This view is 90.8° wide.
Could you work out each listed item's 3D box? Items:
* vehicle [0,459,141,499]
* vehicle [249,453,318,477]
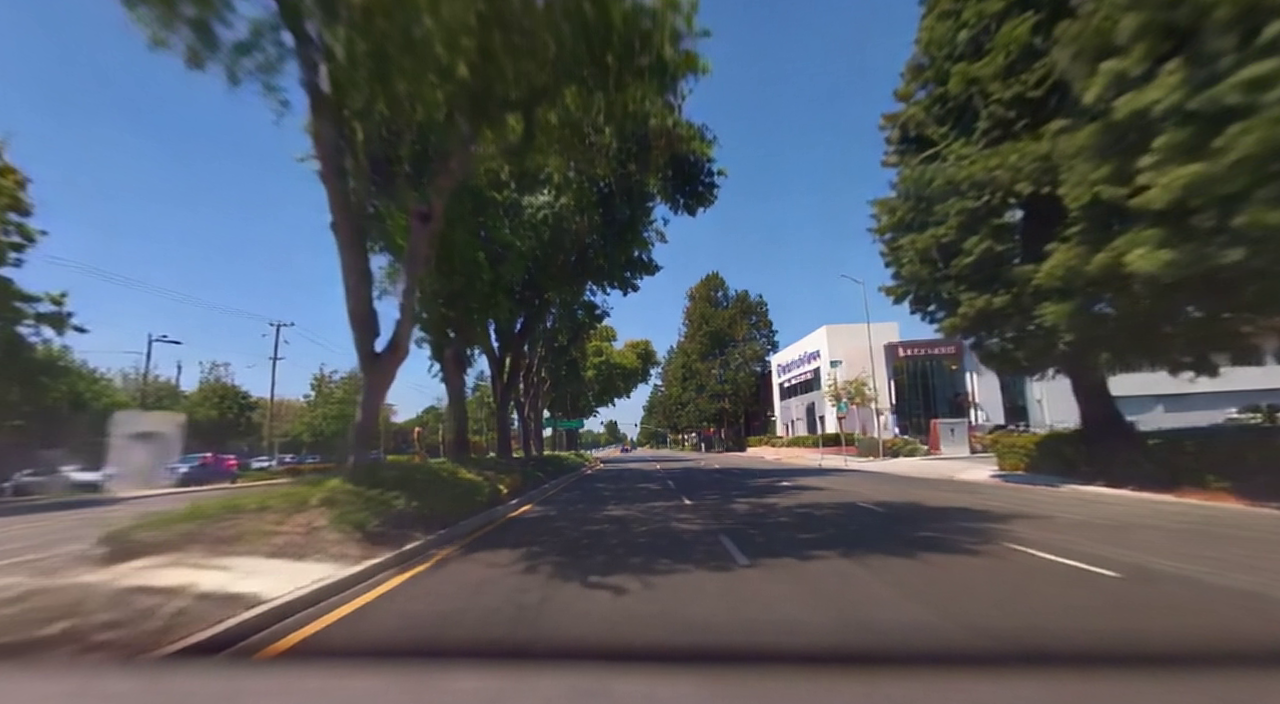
[{"bbox_3d":[-28.261,6.259,31.500,4.922,1.511,1.959,1,-8,-28],"label":"vehicle"},{"bbox_3d":[-27.648,8.731,49.127,4.529,1.711,1.972,4,-10,-28],"label":"vehicle"}]
